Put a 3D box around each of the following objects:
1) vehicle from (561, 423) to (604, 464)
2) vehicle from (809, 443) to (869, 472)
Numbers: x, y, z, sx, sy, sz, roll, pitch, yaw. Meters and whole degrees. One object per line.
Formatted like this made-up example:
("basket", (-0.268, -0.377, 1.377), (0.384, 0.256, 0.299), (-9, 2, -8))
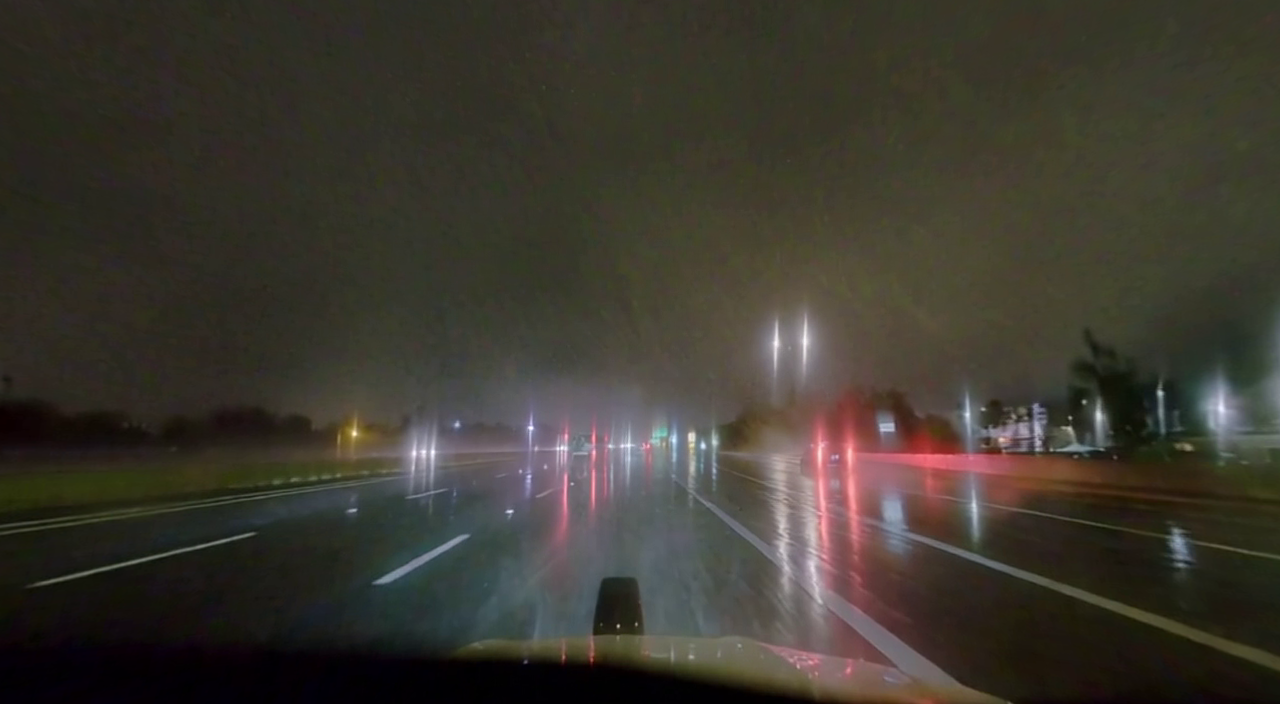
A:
("vehicle", (-4.284, 7.055, 48.678), (2.881, 2.937, 7.045), (0, -9, -2))
("vehicle", (11.014, 5.869, 35.245), (2.035, 1.491, 4.246), (0, -9, 1))
